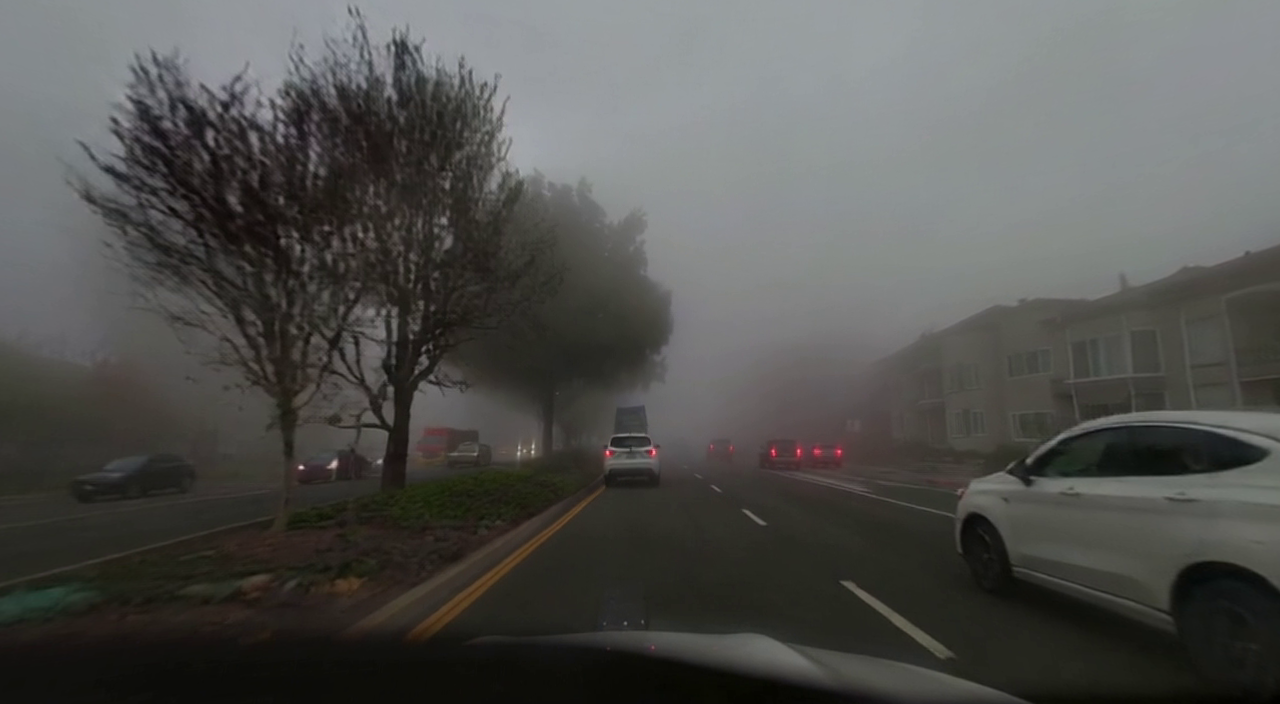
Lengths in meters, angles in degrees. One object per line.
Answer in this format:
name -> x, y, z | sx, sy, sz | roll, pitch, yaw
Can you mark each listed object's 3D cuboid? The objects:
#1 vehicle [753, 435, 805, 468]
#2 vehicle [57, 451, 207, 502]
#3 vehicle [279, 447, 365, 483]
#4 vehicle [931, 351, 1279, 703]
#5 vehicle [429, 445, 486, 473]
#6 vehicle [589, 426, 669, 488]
vehicle -> 7.722, 5.599, 35.455 | 1.971, 1.722, 4.341 | 0, -8, 0
vehicle -> -20.339, 4.965, 25.577 | 2.001, 1.788, 4.776 | 0, -8, 1
vehicle -> -16.388, 5.803, 32.823 | 1.972, 1.723, 4.608 | 0, -8, 1
vehicle -> 3.879, 1.014, 3.871 | 2.100, 1.689, 4.501 | 0, -8, 1
vehicle -> -10.317, 6.035, 35.959 | 1.907, 1.471, 4.410 | 0, -8, 1
vehicle -> -0.324, 3.426, 20.826 | 2.332, 1.798, 4.546 | 0, -8, 0
